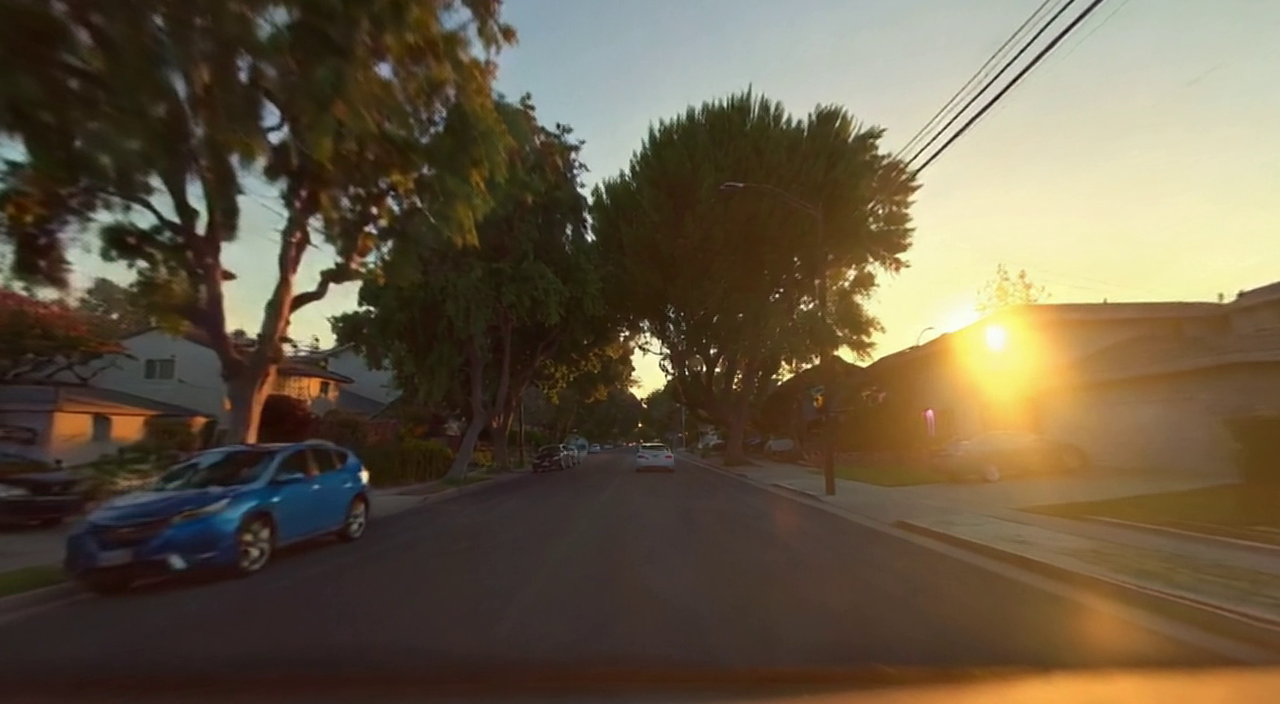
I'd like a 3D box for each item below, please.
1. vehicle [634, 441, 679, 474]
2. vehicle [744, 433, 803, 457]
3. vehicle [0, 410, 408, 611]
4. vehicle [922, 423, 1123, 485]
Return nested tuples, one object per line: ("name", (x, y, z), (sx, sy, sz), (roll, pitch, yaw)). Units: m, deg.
("vehicle", (0.725, 4.967, 29.957), (2.000, 1.449, 4.006), (0, -9, 0))
("vehicle", (10.073, 7.051, 47.747), (4.009, 1.747, 1.839), (-1, -9, 0))
("vehicle", (-5.140, 1.866, 8.558), (2.126, 1.816, 4.796), (-3, -8, 1))
("vehicle", (11.080, 2.988, 18.555), (4.592, 1.489, 1.919), (-3, -8, -1))
